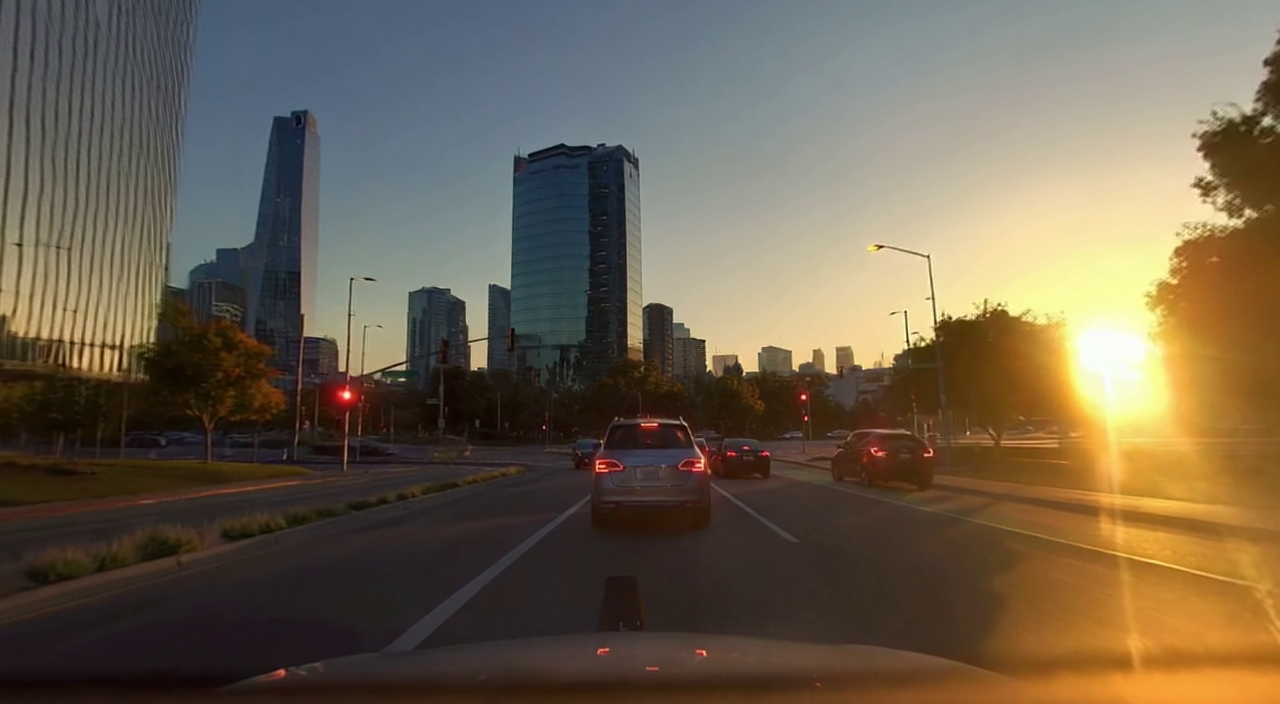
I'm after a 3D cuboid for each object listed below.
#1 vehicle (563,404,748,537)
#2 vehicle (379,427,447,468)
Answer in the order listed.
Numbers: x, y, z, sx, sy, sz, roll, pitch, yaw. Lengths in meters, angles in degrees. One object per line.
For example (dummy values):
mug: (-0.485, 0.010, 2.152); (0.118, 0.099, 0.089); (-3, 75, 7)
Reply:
vehicle: (0.227, 2.023, 11.244); (2.601, 1.878, 4.535); (0, -9, 0)
vehicle: (-14.021, 5.871, 38.667); (2.717, 2.310, 6.448); (5, -10, -29)
